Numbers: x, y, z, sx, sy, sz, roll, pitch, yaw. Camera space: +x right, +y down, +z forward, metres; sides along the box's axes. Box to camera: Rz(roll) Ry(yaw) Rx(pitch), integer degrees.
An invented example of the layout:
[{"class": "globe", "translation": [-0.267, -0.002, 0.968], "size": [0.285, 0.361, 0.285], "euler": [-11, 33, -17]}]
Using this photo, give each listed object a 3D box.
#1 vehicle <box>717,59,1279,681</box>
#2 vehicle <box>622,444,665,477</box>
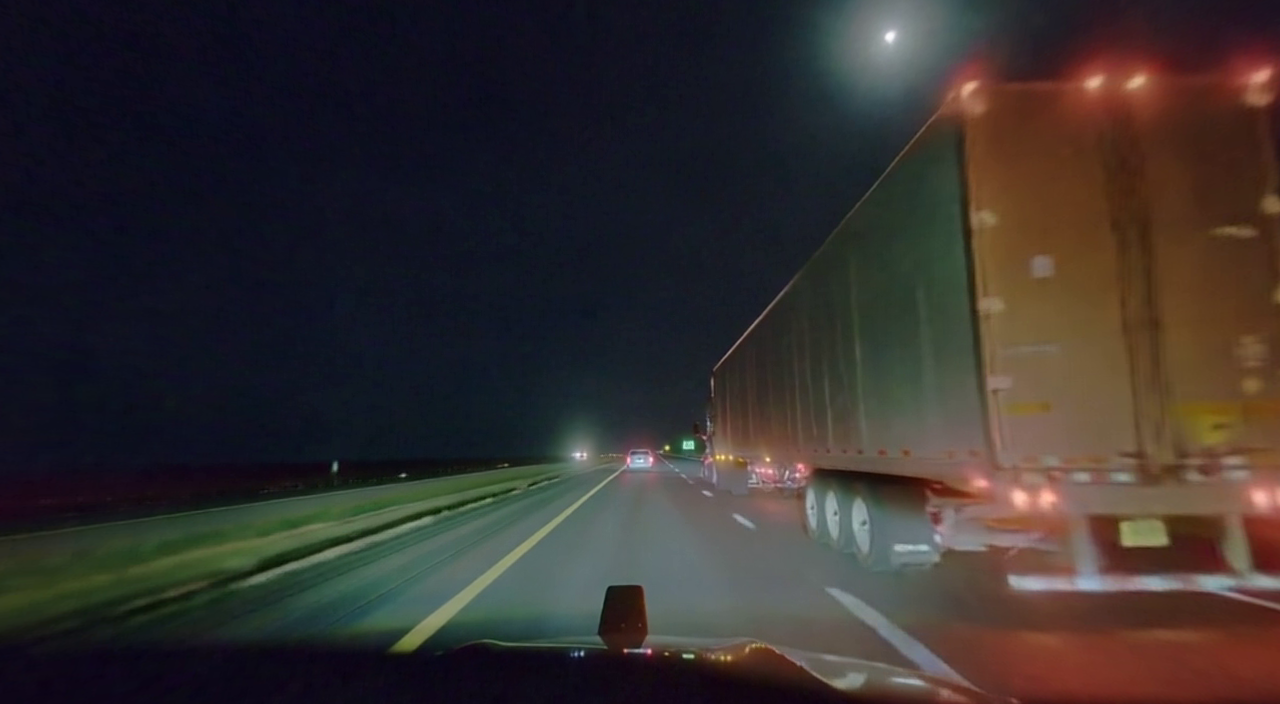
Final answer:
[{"class": "vehicle", "translation": [3.886, 1.142, 12.071], "size": [2.929, 4.158, 15.921], "euler": [0, -8, 0]}, {"class": "vehicle", "translation": [0.172, 5.299, 31.065], "size": [1.968, 1.515, 4.025], "euler": [-1, -8, 1]}]
